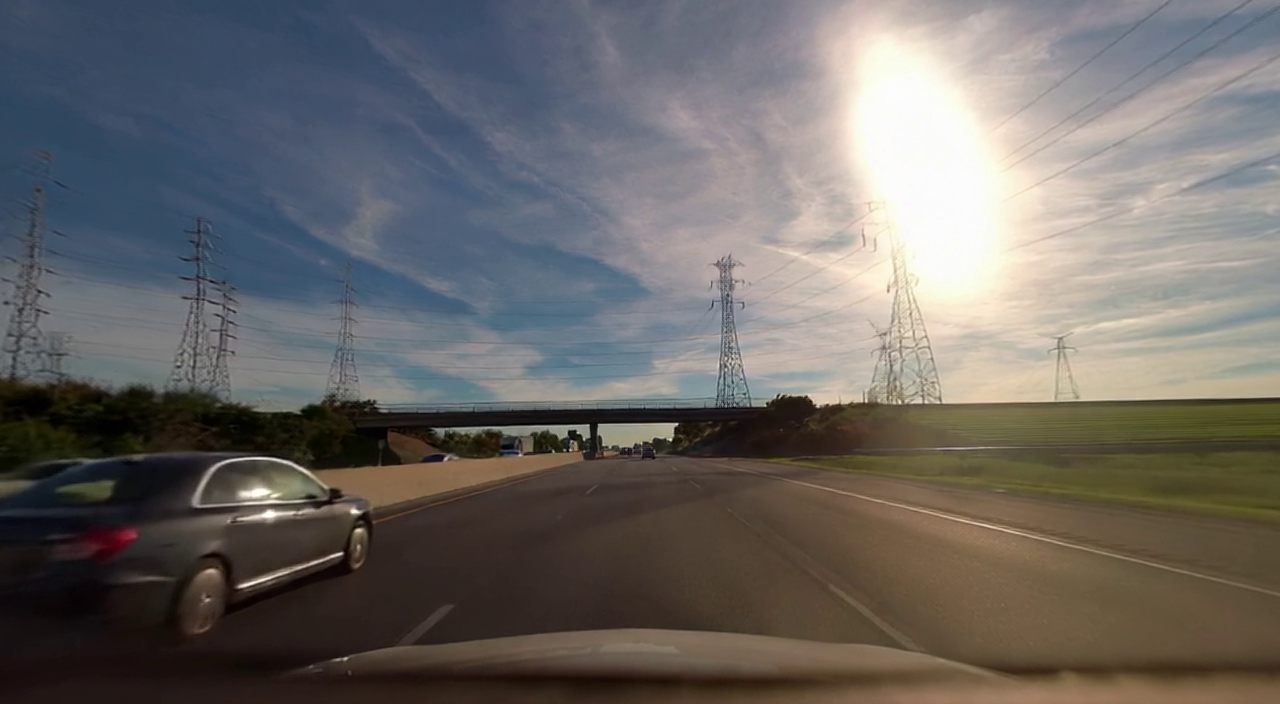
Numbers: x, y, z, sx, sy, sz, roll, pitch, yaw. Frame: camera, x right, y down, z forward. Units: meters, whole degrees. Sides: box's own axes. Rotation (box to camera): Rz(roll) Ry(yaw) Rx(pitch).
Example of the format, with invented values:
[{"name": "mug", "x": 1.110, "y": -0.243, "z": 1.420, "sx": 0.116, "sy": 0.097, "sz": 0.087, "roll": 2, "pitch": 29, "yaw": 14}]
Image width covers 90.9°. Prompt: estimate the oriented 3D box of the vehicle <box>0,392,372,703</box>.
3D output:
[{"name": "vehicle", "x": -3.846, "y": 1.243, "z": 4.575, "sx": 1.924, "sy": 1.550, "sz": 4.165, "roll": 0, "pitch": -9, "yaw": 0}]
